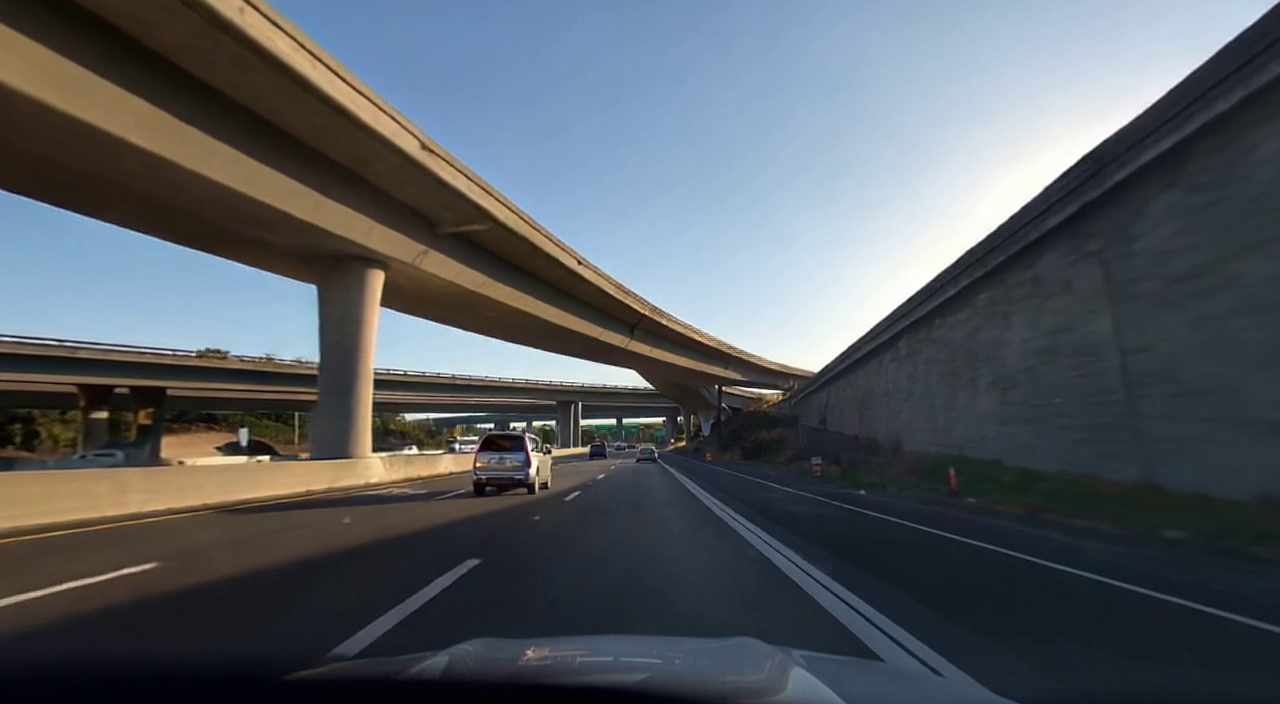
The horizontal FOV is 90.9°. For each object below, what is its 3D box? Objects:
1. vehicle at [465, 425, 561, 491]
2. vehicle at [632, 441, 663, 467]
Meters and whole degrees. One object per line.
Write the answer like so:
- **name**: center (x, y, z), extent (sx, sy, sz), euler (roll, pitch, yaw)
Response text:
- **vehicle**: center (-4.043, 3.487, 21.008), extent (2.147, 1.918, 4.834), euler (0, -9, 1)
- **vehicle**: center (0.499, 7.173, 44.426), extent (2.052, 1.711, 4.223), euler (0, -9, 0)
